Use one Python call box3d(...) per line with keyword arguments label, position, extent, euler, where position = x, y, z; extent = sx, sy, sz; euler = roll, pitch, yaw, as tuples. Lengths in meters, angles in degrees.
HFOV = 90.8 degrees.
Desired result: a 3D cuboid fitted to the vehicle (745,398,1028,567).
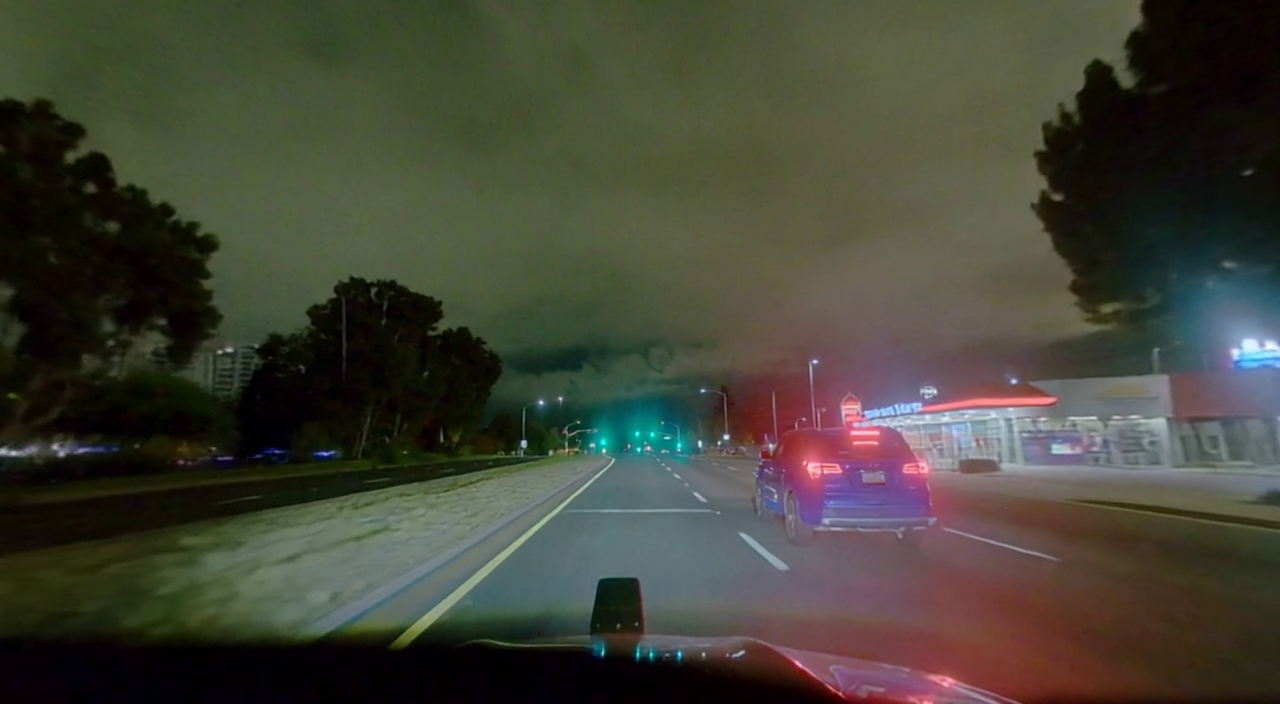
box3d(label="vehicle", position=(3.042, 1.754, 9.156), extent=(2.130, 1.790, 4.615), euler=(0, -9, -1))
